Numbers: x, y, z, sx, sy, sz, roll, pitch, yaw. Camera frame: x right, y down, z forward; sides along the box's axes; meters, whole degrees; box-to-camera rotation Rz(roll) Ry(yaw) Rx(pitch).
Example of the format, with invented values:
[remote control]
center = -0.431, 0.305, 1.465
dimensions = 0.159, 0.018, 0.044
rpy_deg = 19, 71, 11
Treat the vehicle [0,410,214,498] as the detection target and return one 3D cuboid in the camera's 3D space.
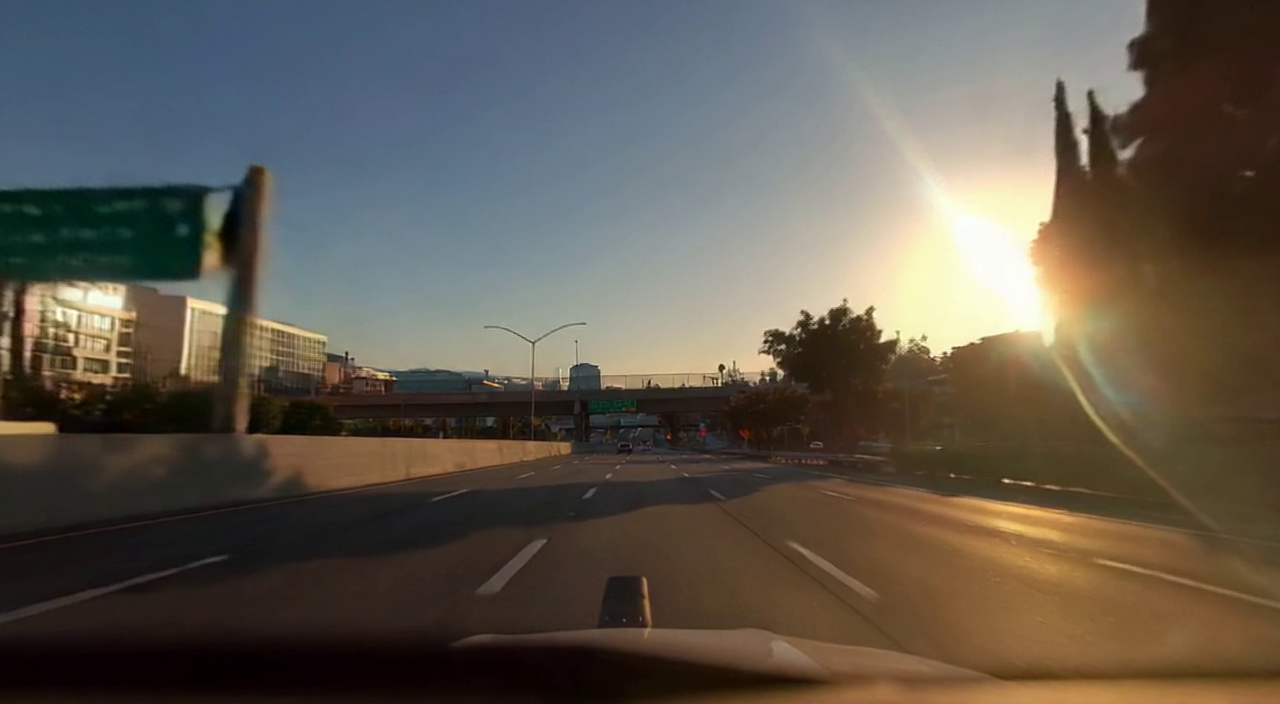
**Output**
[vehicle]
center = -29.321, 4.950, 30.497
dimensions = 2.814, 3.766, 20.399
rpy_deg = -1, -9, 1
